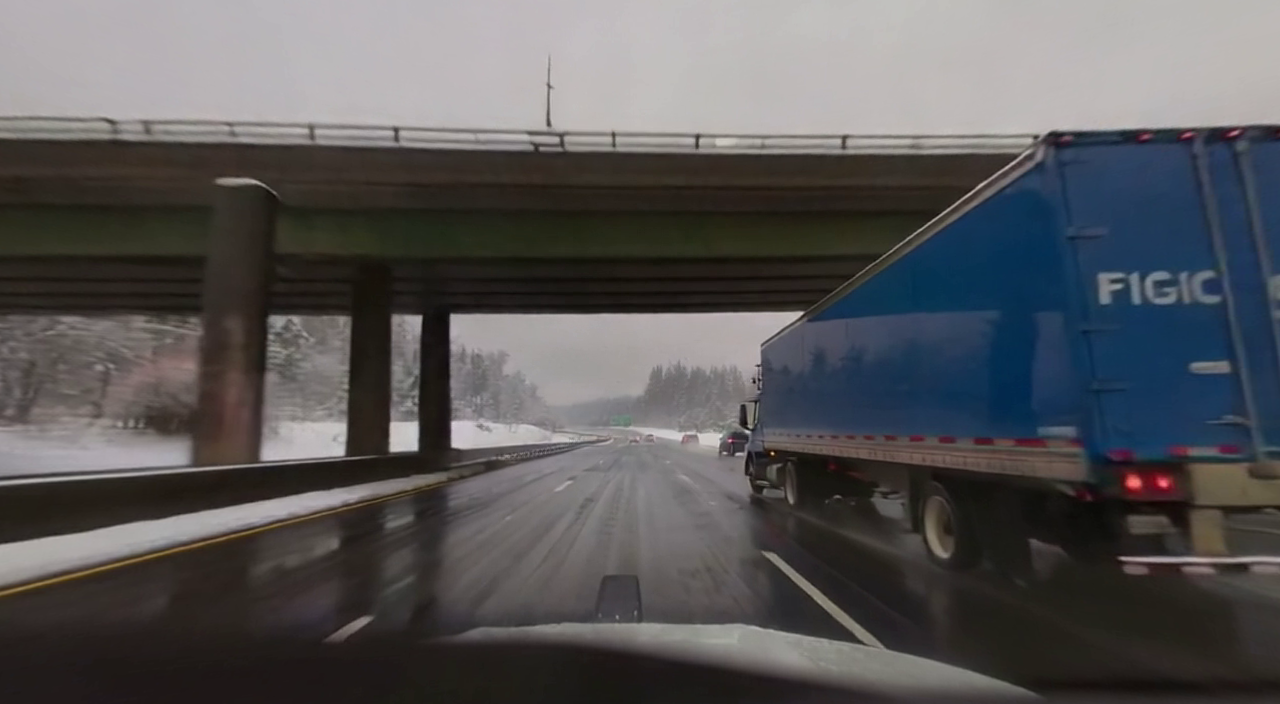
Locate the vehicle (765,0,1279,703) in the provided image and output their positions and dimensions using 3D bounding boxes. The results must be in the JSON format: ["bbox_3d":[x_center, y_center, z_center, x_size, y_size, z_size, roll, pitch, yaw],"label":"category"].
[{"bbox_3d":[4.148,0.714,7.734,2.849,3.391,11.018,0,-8,-1],"label":"vehicle"}]
